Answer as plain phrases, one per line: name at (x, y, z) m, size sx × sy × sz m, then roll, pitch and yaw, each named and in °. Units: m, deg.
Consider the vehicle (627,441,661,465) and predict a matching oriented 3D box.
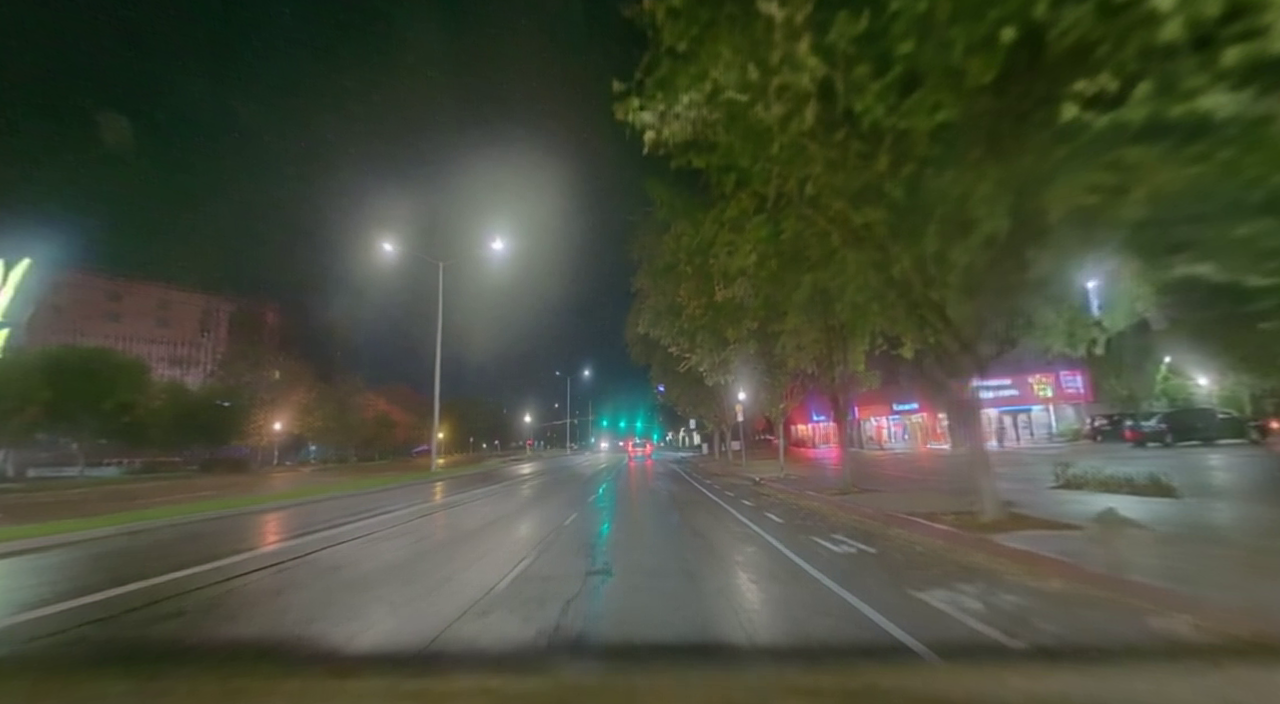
vehicle at (0.202, 6.567, 41.219) m, size 2.115 × 1.461 × 3.976 m, roll 0°, pitch -8°, yaw -1°
